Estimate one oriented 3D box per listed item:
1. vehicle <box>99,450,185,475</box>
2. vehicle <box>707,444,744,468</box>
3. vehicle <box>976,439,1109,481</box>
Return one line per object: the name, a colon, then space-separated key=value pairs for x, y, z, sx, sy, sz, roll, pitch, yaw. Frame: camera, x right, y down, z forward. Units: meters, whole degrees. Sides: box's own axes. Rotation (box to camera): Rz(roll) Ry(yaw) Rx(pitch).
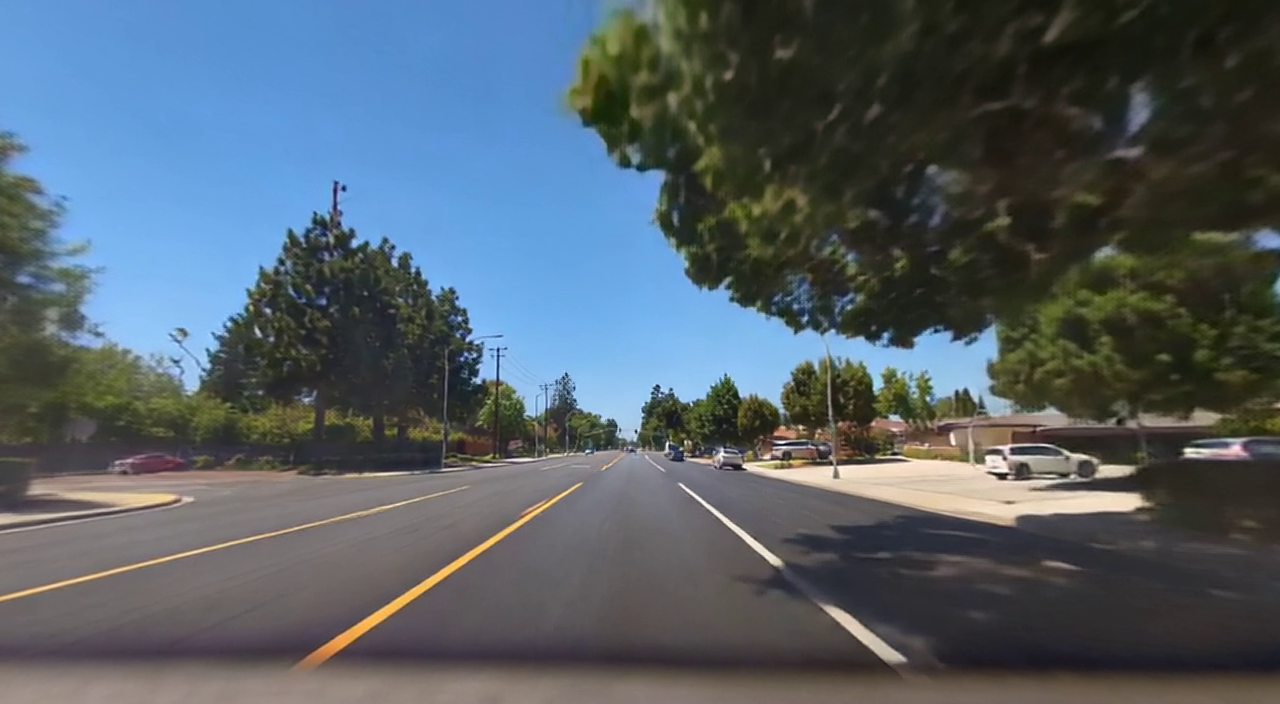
vehicle: x=-32.085 y=7.116 z=40.864 sx=1.866 sy=1.469 sz=4.473 roll=0 pitch=-9 yaw=0
vehicle: x=6.483 y=7.917 z=48.185 sx=2.043 sy=1.747 sz=4.680 roll=0 pitch=-9 yaw=-2
vehicle: x=15.120 y=4.072 z=23.896 sx=3.709 sy=1.509 sz=1.873 roll=0 pitch=-9 yaw=0
